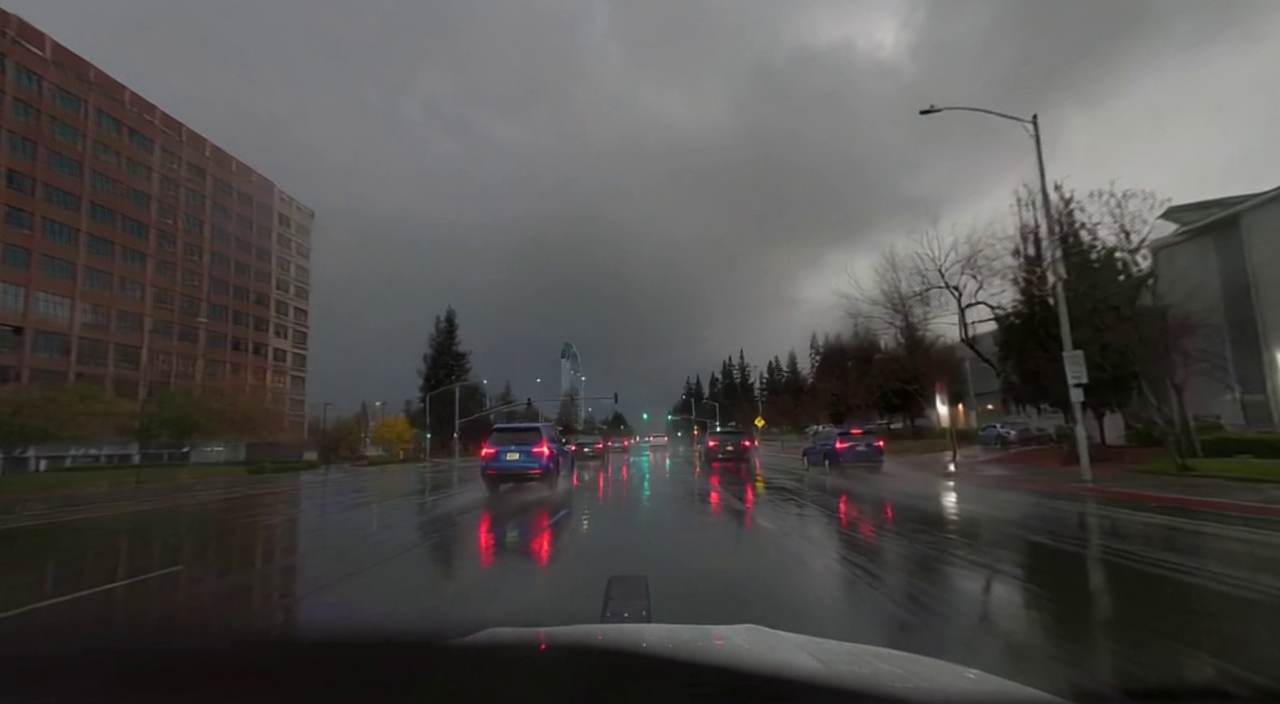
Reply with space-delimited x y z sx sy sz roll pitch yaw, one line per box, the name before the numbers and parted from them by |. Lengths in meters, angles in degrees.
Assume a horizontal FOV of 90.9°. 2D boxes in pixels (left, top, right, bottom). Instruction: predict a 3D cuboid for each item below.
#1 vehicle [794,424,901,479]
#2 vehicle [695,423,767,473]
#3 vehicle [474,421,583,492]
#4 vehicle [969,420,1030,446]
vehicle | 6.956 3.398 21.737 2.088 1.666 4.512 0 -8 0
vehicle | 3.568 3.885 25.646 2.178 1.804 4.766 0 -8 0
vehicle | -2.955 2.900 17.743 2.141 1.719 4.379 -1 -8 2
vehicle | 23.452 5.343 41.312 1.800 1.563 3.827 -1 -8 2
